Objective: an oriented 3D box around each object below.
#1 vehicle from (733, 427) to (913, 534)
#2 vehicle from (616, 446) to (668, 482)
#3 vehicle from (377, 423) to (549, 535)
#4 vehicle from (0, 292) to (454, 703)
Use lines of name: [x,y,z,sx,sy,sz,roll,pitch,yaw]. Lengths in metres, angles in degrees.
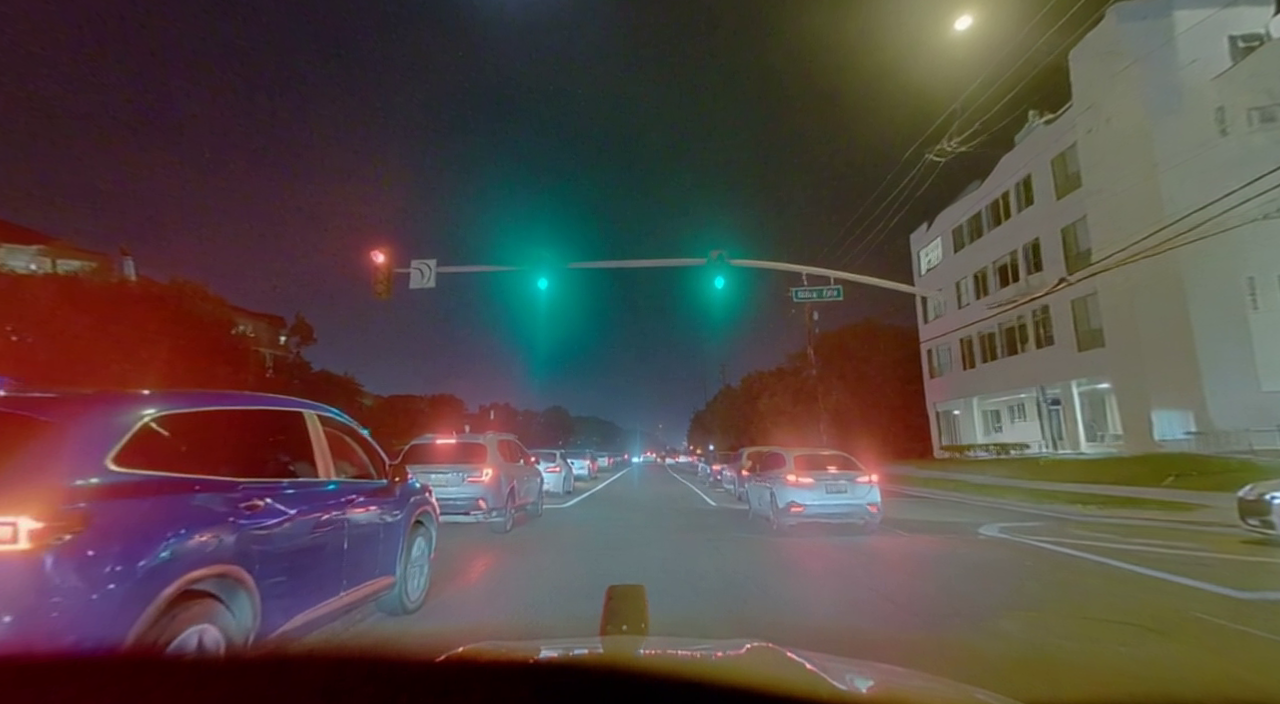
vehicle: [3.329,2.448,12.645,2.201,1.734,4.564,0,-9,0]
vehicle: [0.105,5.067,28.806,2.185,1.515,4.215,0,-8,0]
vehicle: [-3.117,2.327,12.167,1.958,1.744,4.315,0,-9,2]
vehicle: [-2.852,0.997,3.670,2.127,1.754,4.287,0,-9,1]
